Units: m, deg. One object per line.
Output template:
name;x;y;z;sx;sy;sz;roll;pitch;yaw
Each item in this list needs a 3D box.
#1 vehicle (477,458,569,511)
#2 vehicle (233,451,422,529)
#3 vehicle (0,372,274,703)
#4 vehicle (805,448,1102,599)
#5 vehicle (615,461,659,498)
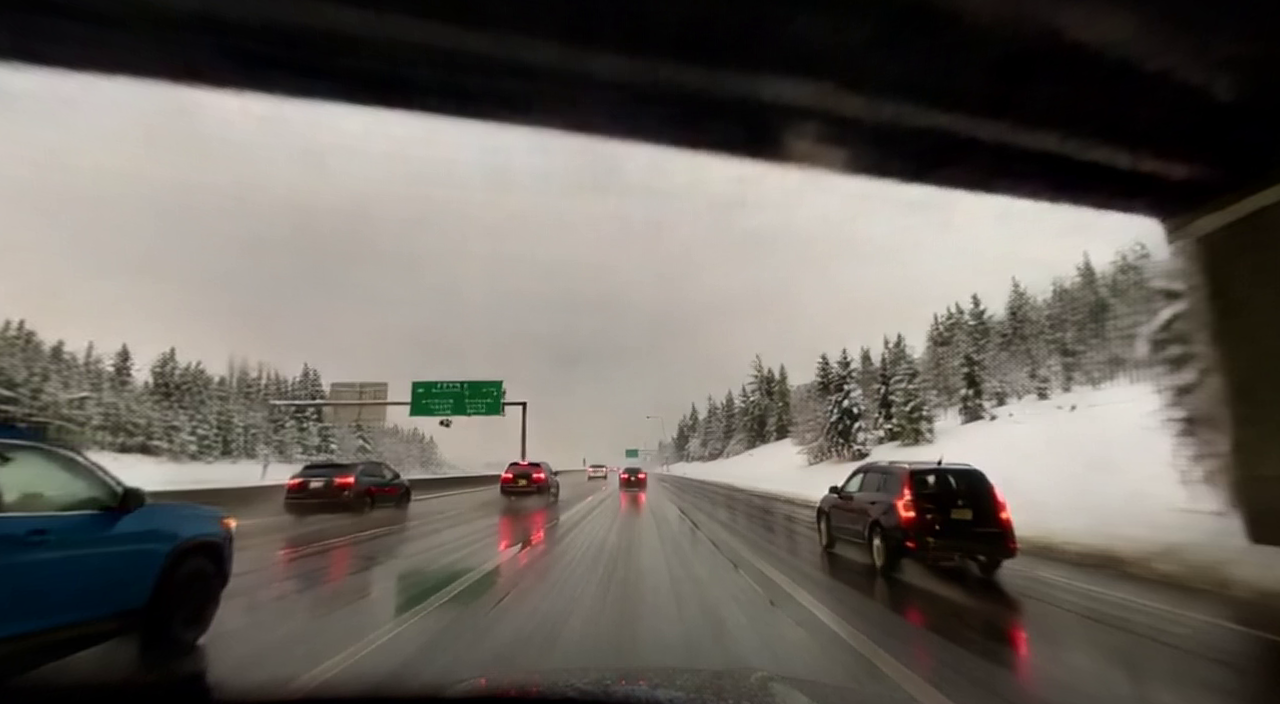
vehicle;-3.753;4.388;21.180;2.102;1.521;4.687;1;-11;1
vehicle;-7.238;3.263;15.326;2.142;1.545;4.708;1;-11;0
vehicle;-3.955;0.908;2.700;2.069;1.699;4.452;1;-11;-1
vehicle;3.869;2.203;8.773;1.992;1.557;4.017;1;-11;-1
vehicle;-0.145;6.106;30.251;1.992;1.601;3.762;1;-11;0
